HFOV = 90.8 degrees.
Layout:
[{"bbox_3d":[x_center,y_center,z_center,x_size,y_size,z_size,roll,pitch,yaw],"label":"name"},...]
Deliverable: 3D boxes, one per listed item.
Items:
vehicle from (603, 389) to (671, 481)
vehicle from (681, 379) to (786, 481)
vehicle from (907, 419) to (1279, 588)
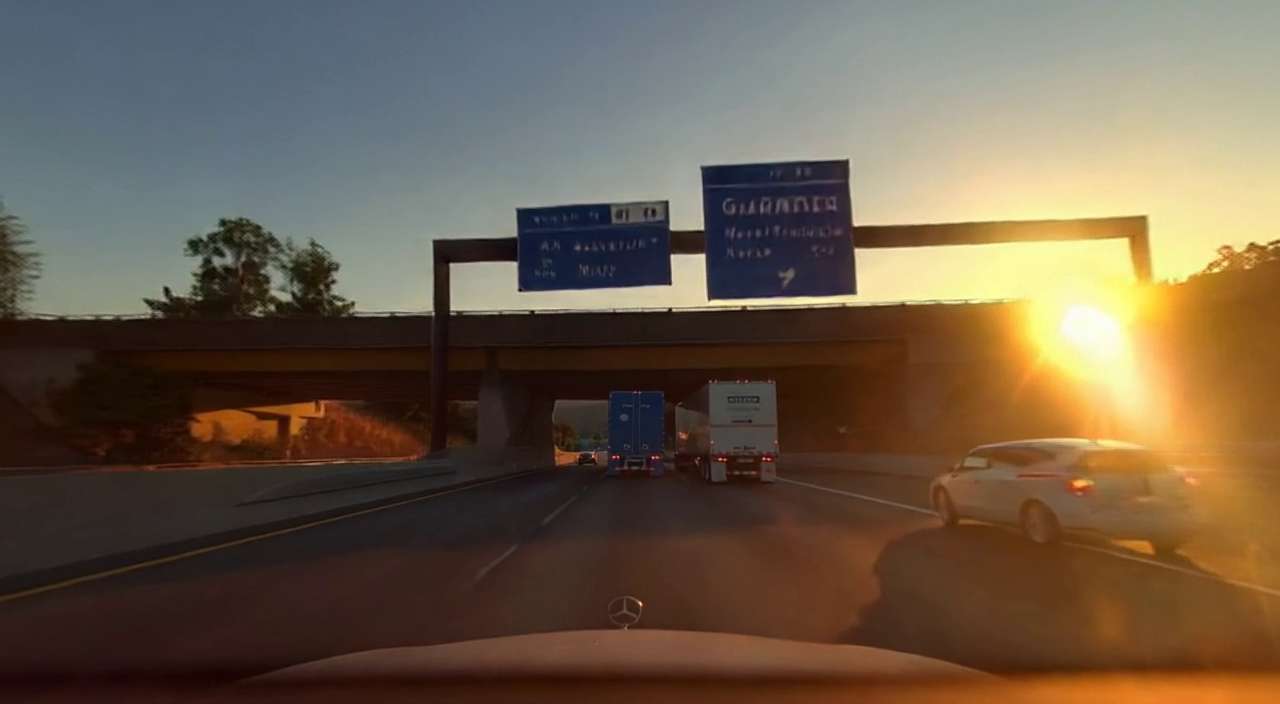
[{"bbox_3d":[-0.139,4.227,31.445,2.864,3.805,9.709,0,-9,0],"label":"vehicle"},{"bbox_3d":[4.264,4.275,32.954,3.044,4.128,14.482,0,-9,-1],"label":"vehicle"},{"bbox_3d":[5.488,1.768,8.277,2.086,1.530,4.808,-1,-9,3],"label":"vehicle"}]
